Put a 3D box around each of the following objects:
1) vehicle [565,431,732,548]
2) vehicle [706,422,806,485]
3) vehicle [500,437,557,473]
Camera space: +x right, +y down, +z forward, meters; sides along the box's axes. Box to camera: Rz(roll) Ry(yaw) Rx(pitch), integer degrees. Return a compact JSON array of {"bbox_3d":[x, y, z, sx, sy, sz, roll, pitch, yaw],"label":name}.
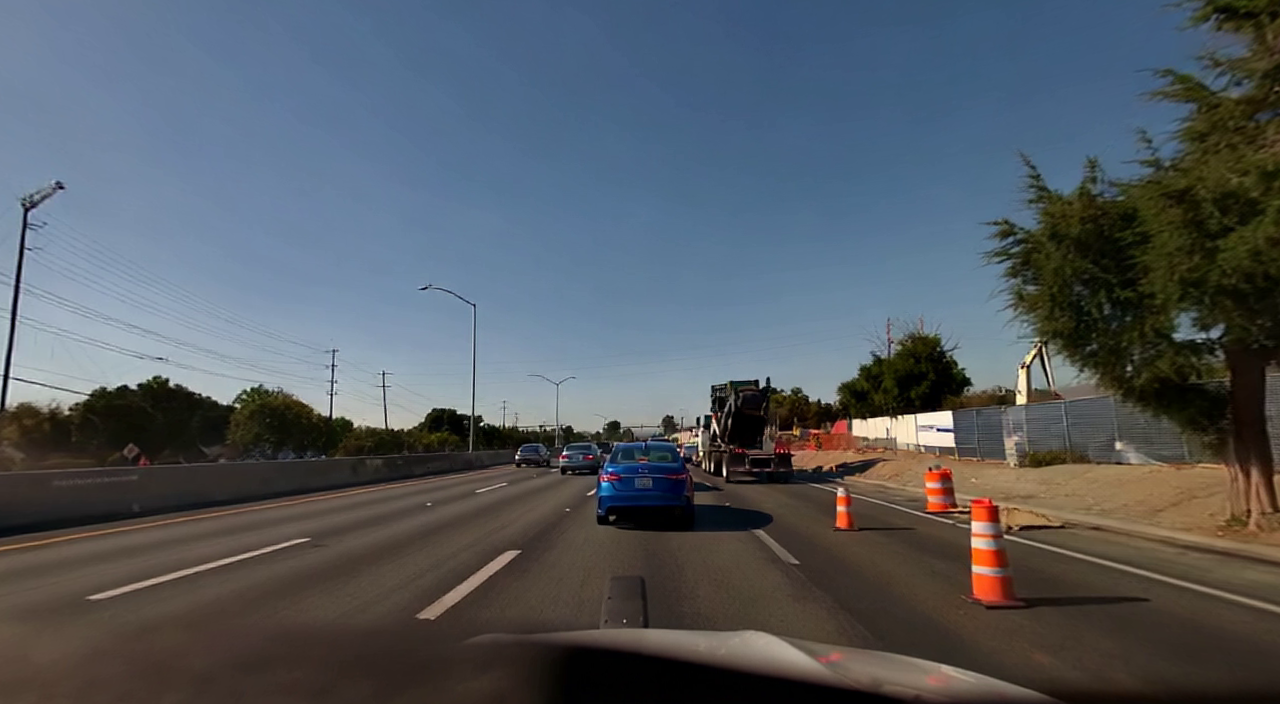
[{"bbox_3d":[0.107,2.083,10.249,2.128,1.473,4.272,0,-8,0],"label":"vehicle"},{"bbox_3d":[4.038,3.721,23.394,2.555,2.017,6.201,0,-8,0],"label":"vehicle"},{"bbox_3d":[-5.639,5.270,32.467,1.963,1.721,4.467,-1,-8,2],"label":"vehicle"}]
